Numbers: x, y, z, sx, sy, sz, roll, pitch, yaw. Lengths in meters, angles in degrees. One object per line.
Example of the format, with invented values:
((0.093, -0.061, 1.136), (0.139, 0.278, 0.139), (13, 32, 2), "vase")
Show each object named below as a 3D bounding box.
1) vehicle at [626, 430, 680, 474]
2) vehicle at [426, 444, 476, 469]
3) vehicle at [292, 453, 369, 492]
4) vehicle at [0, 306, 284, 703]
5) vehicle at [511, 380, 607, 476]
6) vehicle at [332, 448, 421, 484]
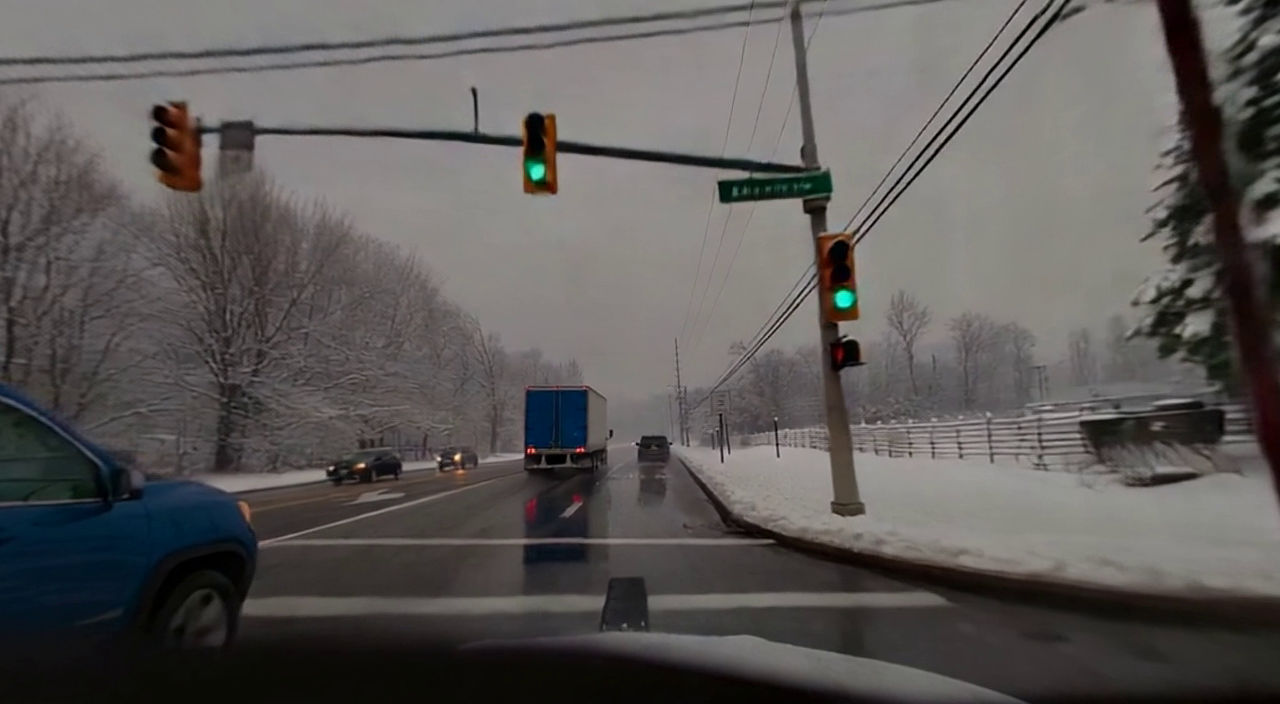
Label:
((0.553, 4.320, 27.400), (2.174, 1.749, 4.113), (0, -8, 1), "vehicle")
((-14.099, 7.799, 47.324), (2.123, 1.789, 4.609), (0, -8, 2), "vehicle")
((-17.358, 6.748, 35.642), (2.054, 1.935, 4.350), (0, -8, 1), "vehicle")
((-3.308, 0.677, 1.630), (2.093, 1.832, 4.508), (0, -8, 0), "vehicle")
((-3.363, 3.585, 28.887), (2.928, 3.658, 8.980), (0, -8, 2), "vehicle")
((-12.008, 5.183, 29.091), (2.055, 1.489, 4.425), (0, -8, 2), "vehicle")
